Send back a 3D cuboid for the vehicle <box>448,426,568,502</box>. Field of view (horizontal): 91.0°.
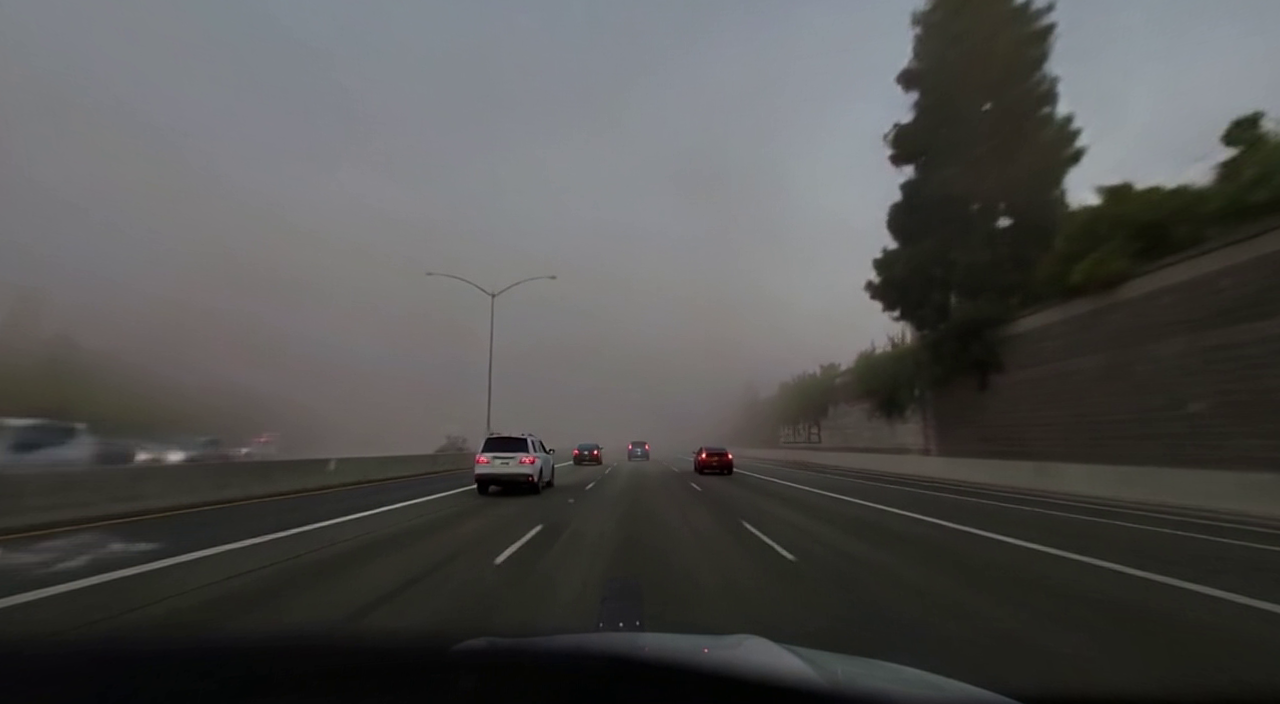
[{"bbox_3d":[-3.503,3.123,18.012,2.184,1.819,5.441,0,-9,1],"label":"vehicle"}]

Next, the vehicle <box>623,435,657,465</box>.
[{"bbox_3d":[-0.012,7.608,48.987,2.485,2.215,5.199,0,-9,0],"label":"vehicle"}]

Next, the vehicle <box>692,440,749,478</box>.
[{"bbox_3d":[4.006,5.405,32.121,2.224,1.752,4.487,0,-9,-1],"label":"vehicle"}]

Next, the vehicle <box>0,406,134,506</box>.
[{"bbox_3d":[-17.540,2.688,16.339,2.877,2.497,7.068,0,-9,0],"label":"vehicle"}]

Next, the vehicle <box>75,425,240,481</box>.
[{"bbox_3d":[-24.292,5.145,32.301,2.751,2.534,7.033,0,-9,1],"label":"vehicle"}]

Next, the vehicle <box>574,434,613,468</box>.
[{"bbox_3d":[-3.201,6.908,44.181,2.378,2.214,4.352,0,-9,0],"label":"vehicle"}]
